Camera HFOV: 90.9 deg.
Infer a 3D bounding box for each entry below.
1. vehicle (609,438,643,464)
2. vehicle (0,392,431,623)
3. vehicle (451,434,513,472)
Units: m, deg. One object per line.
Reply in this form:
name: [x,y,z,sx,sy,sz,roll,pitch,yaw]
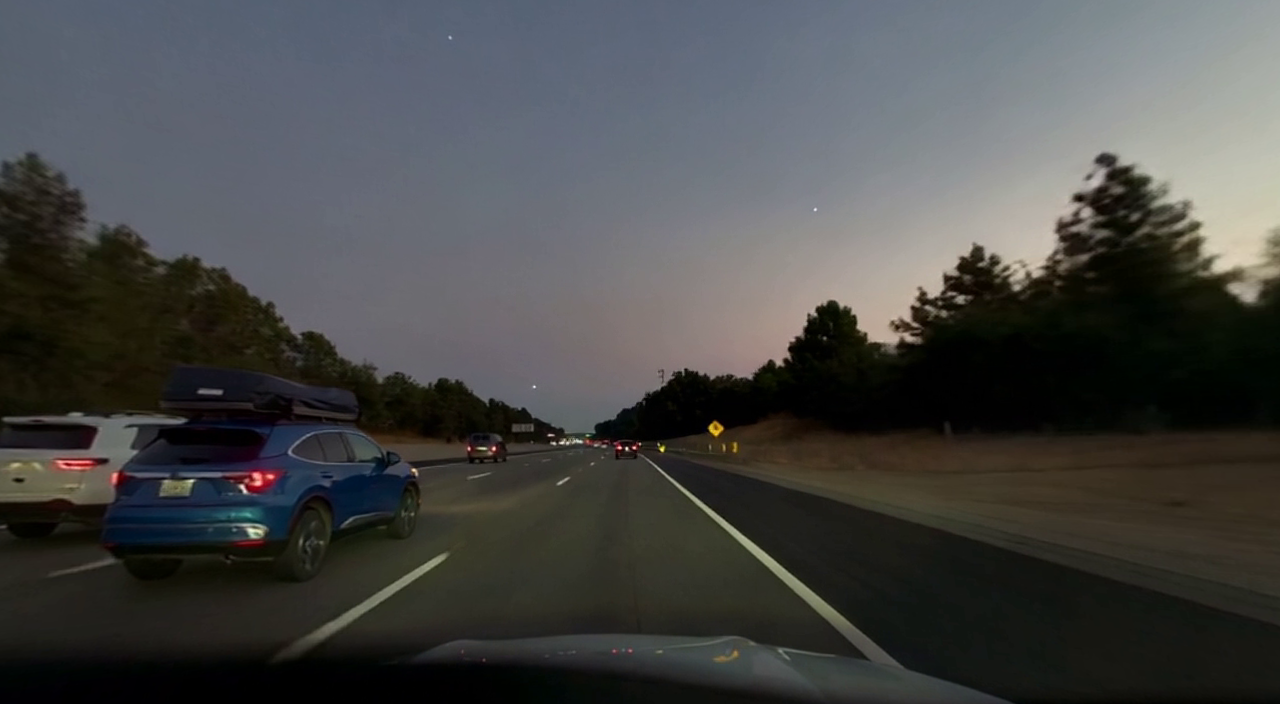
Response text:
vehicle: [-0.894,6.556,42.043,2.178,1.658,3.916,0,-8,-1]
vehicle: [-4.185,1.503,7.205,2.069,1.748,4.652,0,-8,-1]
vehicle: [-7.832,5.006,31.632,1.964,1.745,4.338,0,-8,1]
